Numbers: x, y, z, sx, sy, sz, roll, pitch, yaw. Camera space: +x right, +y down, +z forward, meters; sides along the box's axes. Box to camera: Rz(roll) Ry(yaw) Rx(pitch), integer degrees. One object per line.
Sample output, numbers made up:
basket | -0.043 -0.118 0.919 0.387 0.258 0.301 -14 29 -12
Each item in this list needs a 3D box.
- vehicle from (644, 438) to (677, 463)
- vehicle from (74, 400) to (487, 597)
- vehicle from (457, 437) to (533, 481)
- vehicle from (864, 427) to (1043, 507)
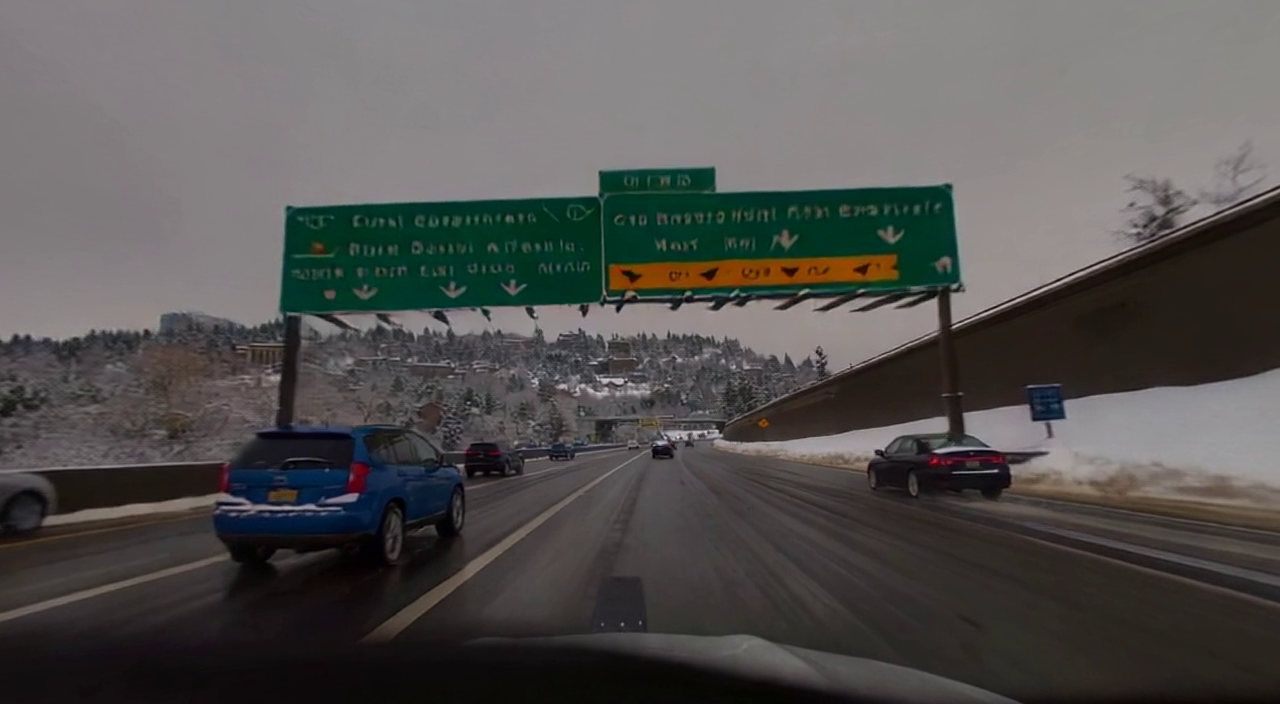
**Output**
vehicle | 1.654 7.688 49.210 2.172 1.824 5.031 -1 -8 6
vehicle | -3.839 1.677 8.231 2.210 1.730 5.133 -1 -8 2
vehicle | -6.264 4.679 27.846 2.076 1.730 4.537 -1 -8 3
vehicle | 7.387 2.753 15.528 2.122 1.646 4.491 0 -8 1
